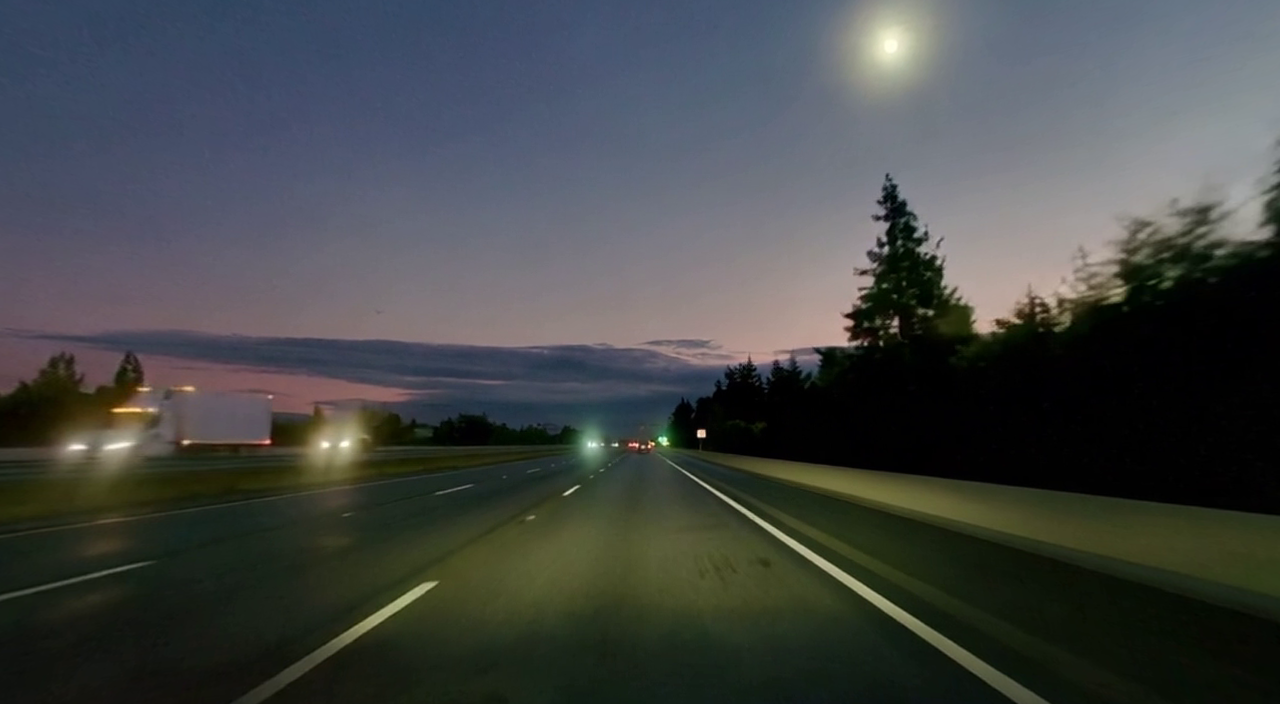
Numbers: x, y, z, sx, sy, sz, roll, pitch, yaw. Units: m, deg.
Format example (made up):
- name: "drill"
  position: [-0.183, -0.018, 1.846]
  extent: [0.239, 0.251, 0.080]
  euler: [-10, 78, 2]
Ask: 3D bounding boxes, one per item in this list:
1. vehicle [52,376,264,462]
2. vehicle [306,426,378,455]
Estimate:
- name: "vehicle"
  position: [-23.796, 3.587, 32.143]
  extent: [3.009, 3.700, 9.685]
  euler: [0, -8, 0]
- name: "vehicle"
  position: [-19.672, 5.892, 41.824]
  extent: [2.050, 1.827, 5.221]
  euler: [0, -8, 2]
